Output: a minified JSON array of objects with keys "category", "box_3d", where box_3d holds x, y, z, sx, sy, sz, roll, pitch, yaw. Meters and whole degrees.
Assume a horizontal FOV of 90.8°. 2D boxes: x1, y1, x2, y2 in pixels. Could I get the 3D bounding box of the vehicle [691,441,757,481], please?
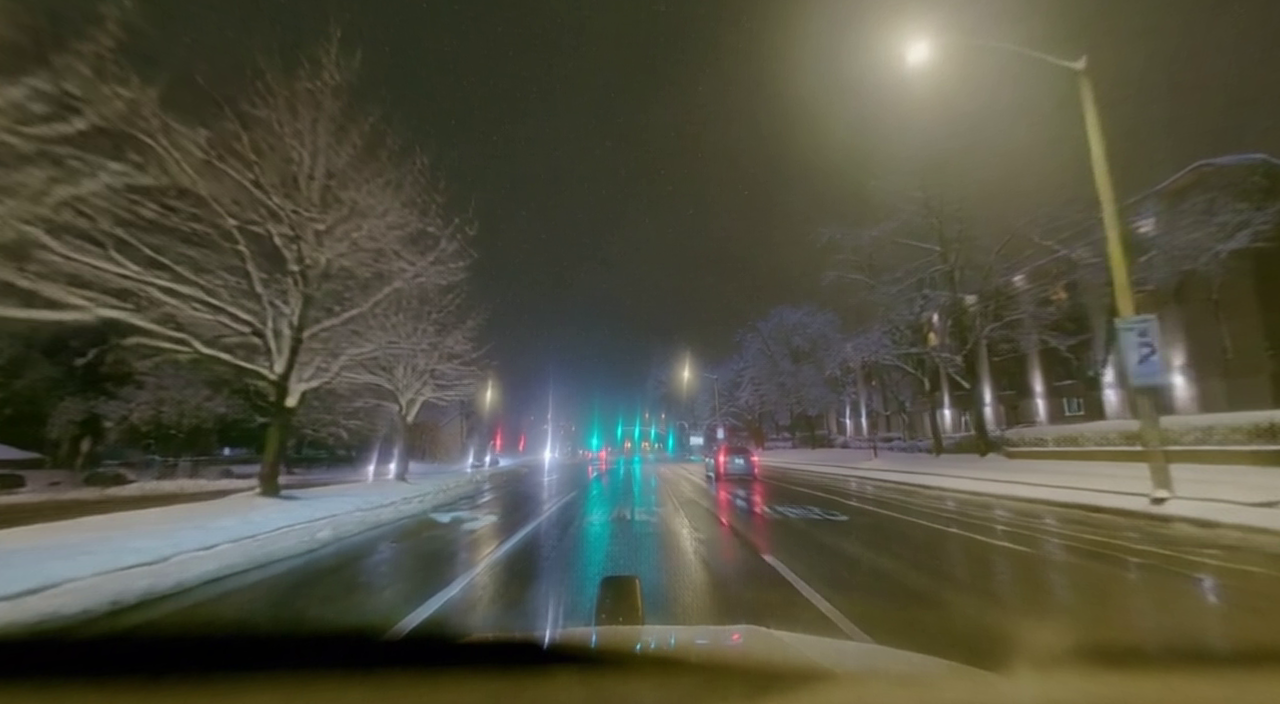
[{"category":"vehicle","box_3d":[3.288,4.348,25.599,1.966,1.449,4.290,0,-8,-1]}]
